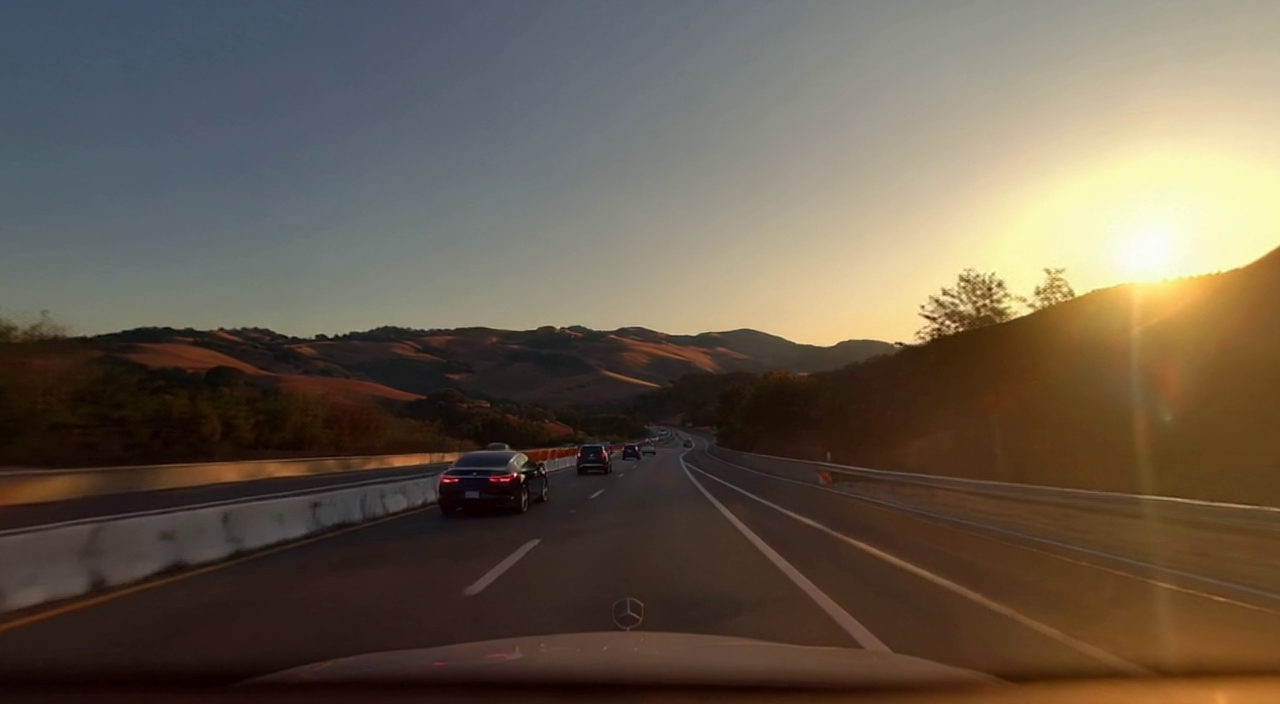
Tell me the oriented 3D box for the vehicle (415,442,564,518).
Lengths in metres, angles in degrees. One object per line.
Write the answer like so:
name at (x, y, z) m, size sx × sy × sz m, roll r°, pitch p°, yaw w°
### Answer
vehicle at (-2.932, 2.597, 13.249) m, size 2.061 × 1.330 × 3.928 m, roll 0°, pitch -9°, yaw 2°

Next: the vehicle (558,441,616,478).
vehicle at (-2.254, 4.731, 27.935) m, size 2.094 × 1.480 × 4.124 m, roll 0°, pitch -9°, yaw 2°
